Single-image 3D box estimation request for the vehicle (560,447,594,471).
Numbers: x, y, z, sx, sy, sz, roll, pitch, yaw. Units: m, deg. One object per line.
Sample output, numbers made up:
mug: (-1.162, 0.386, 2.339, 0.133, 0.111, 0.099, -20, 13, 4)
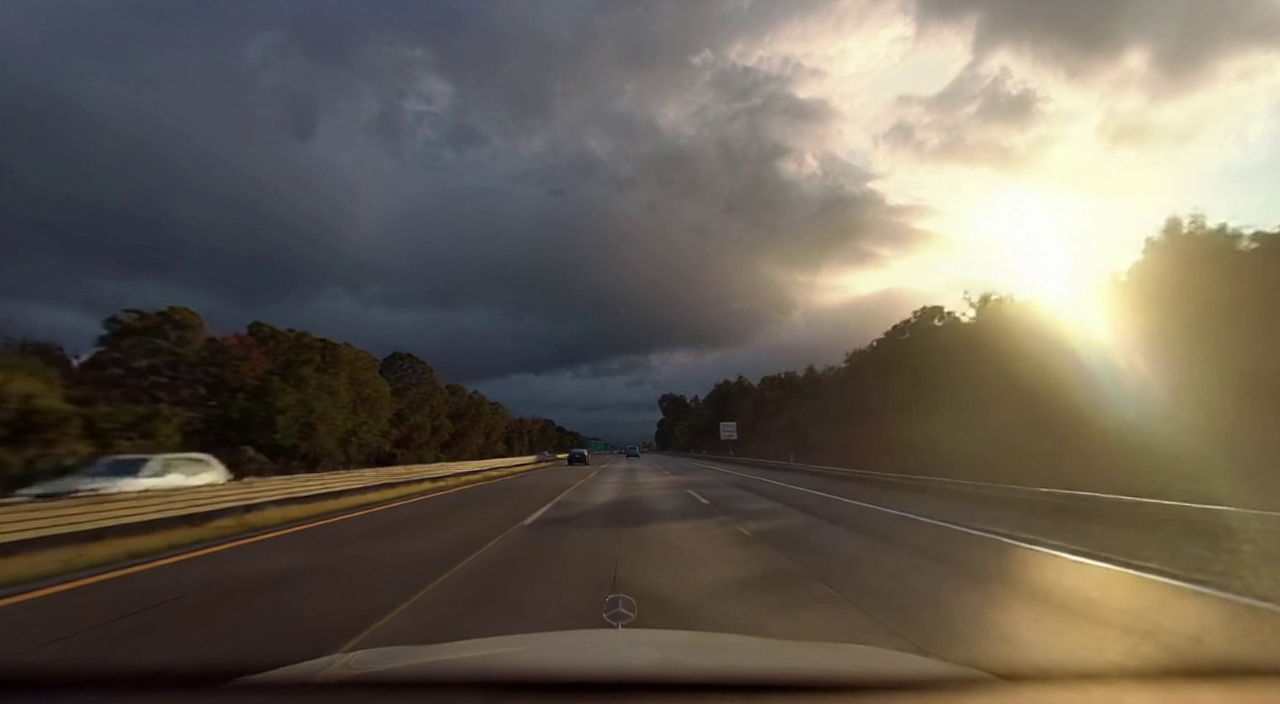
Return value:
vehicle: (-4.144, 7.073, 41.816, 1.970, 1.492, 3.944, 0, -9, -1)
